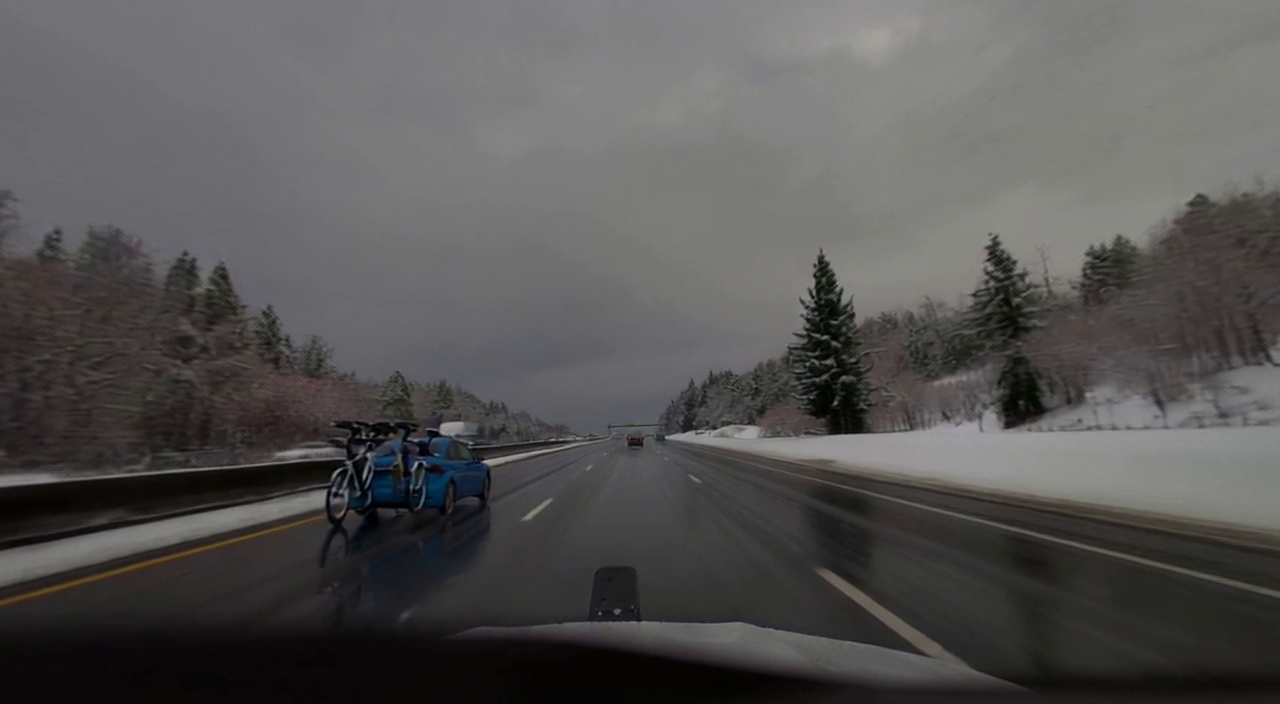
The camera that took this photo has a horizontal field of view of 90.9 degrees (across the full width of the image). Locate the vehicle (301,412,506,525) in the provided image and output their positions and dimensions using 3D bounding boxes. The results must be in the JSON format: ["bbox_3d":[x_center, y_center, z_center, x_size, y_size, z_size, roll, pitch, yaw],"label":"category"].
[{"bbox_3d":[-3.964,2.007,11.542,2.064,1.647,4.381,0,-8,0],"label":"vehicle"}]

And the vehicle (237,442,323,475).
[{"bbox_3d":[-17.761,5.250,31.322,1.855,1.444,4.044,0,-8,0],"label":"vehicle"}]
